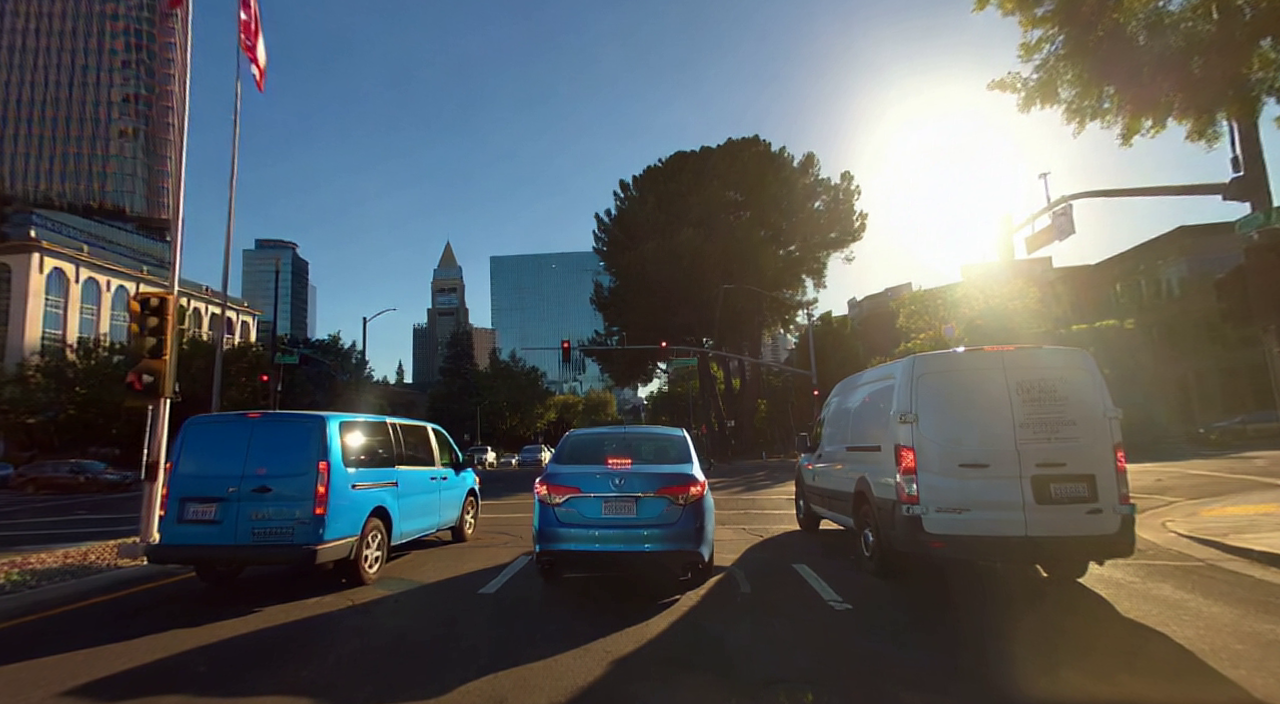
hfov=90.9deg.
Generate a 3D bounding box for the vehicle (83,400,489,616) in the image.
[{"bbox_3d":[-3.302,1.524,7.041,2.024,1.677,3.998,-1,-9,3],"label":"vehicle"}]

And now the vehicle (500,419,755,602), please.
[{"bbox_3d":[-0.149,1.620,7.333,2.098,1.494,4.118,0,-9,-1],"label":"vehicle"}]

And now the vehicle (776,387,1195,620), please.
[{"bbox_3d":[3.084,1.471,7.026,2.178,1.746,4.400,0,-9,1],"label":"vehicle"}]
